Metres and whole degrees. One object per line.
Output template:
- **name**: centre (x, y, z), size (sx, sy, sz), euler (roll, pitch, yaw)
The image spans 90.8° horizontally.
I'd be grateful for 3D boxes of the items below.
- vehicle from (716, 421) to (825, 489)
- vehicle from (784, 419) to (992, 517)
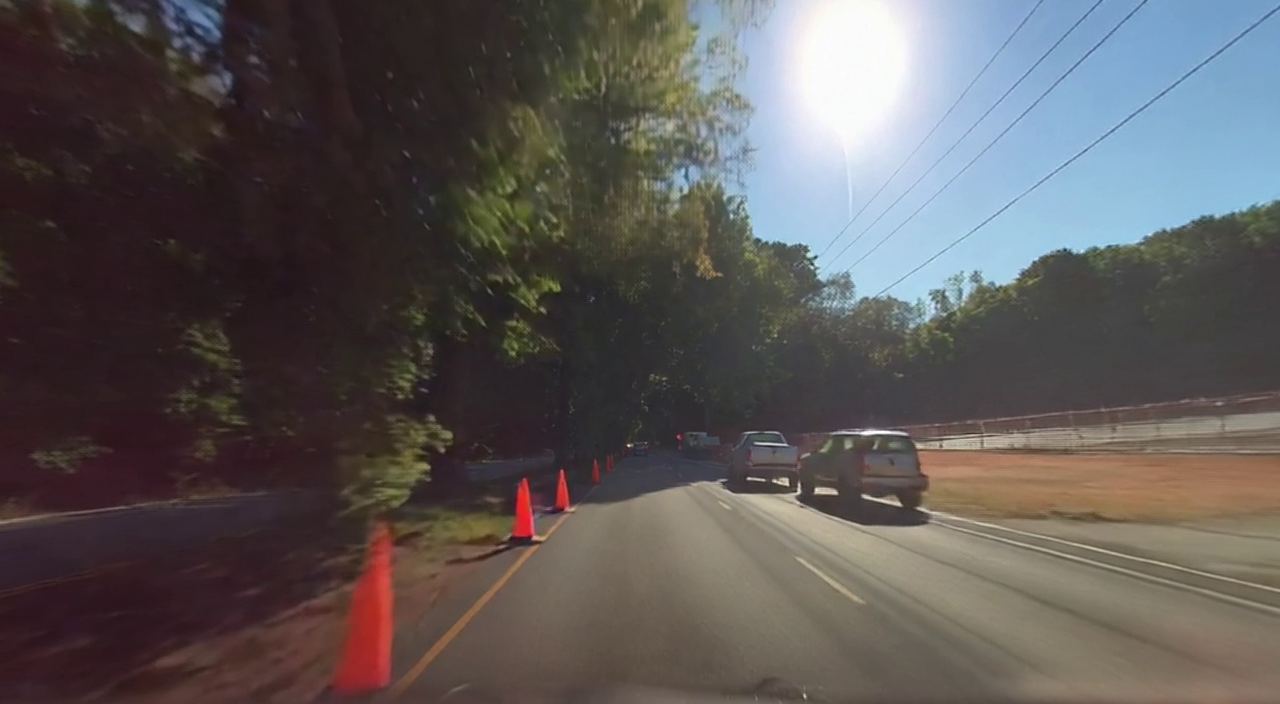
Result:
- **vehicle**: centre (4.678, 3.999, 23.925), size (2.694, 2.177, 6.177), euler (1, -11, -1)
- **vehicle**: centre (5.755, 2.800, 15.974), size (2.294, 1.949, 6.246), euler (0, -8, -5)
